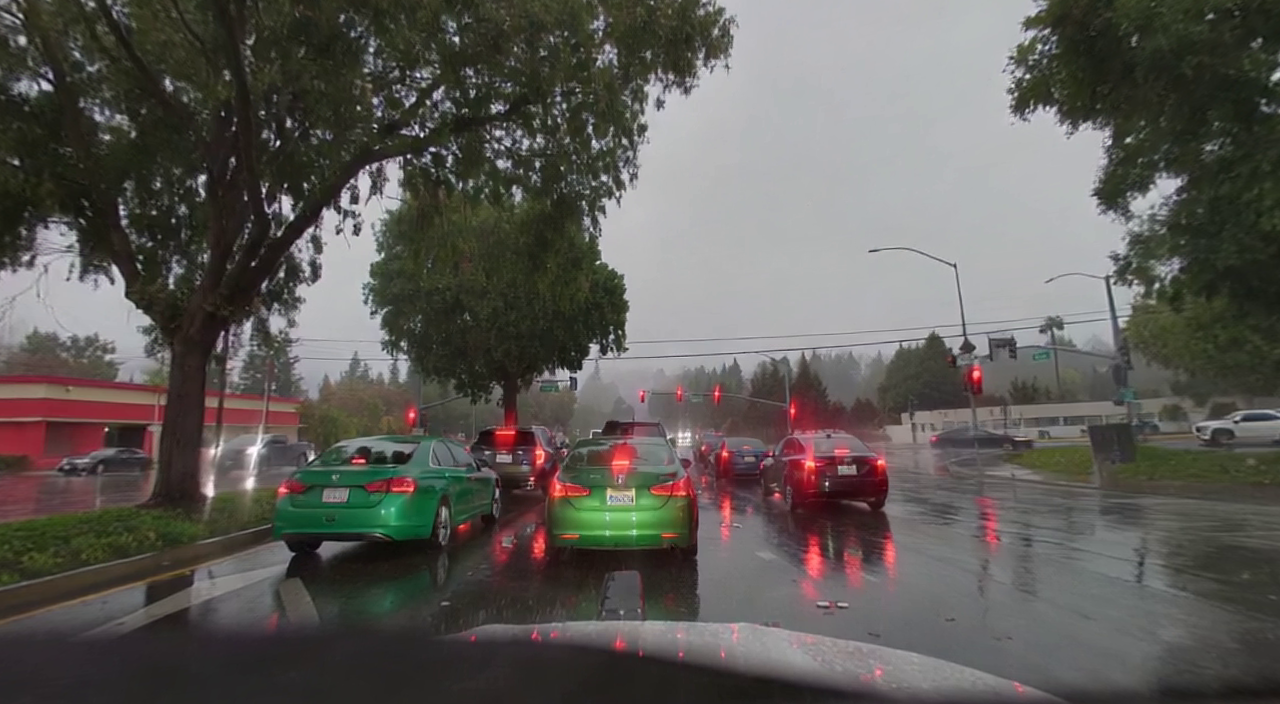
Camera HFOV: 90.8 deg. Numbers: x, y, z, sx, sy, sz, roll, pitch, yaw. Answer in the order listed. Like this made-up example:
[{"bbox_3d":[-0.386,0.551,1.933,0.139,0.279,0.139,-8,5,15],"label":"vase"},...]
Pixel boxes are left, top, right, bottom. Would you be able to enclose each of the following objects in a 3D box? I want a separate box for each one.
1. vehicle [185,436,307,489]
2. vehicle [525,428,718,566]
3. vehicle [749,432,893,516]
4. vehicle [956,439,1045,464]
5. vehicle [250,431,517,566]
[{"bbox_3d":[-14.112,3.966,23.000,2.082,1.704,4.488,1,-8,-9],"label":"vehicle"},{"bbox_3d":[-0.200,1.830,8.702,2.041,1.450,3.847,0,-8,0],"label":"vehicle"},{"bbox_3d":[3.561,2.467,13.258,1.880,1.476,3.932,0,-8,0],"label":"vehicle"},{"bbox_3d":[25.244,6.989,44.473,5.265,1.702,1.930,-4,-9,27],"label":"vehicle"},{"bbox_3d":[-3.194,1.891,8.953,1.917,1.441,4.128,-1,-8,2],"label":"vehicle"}]
